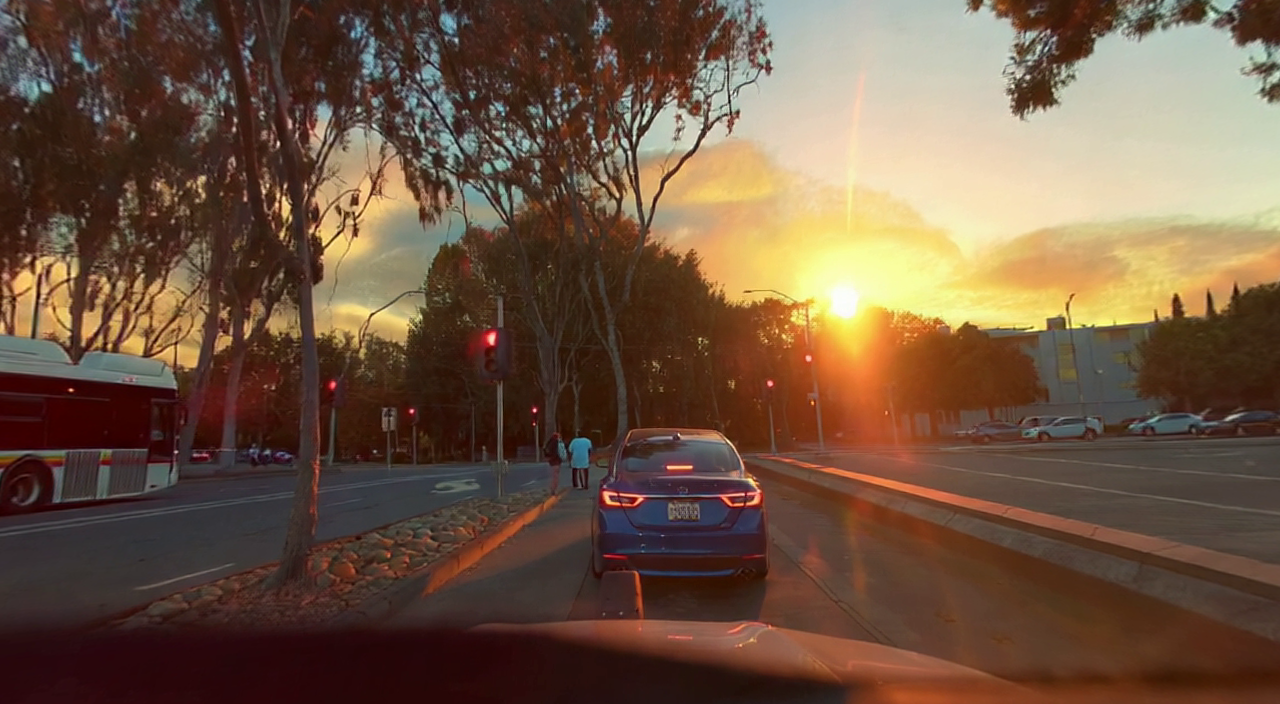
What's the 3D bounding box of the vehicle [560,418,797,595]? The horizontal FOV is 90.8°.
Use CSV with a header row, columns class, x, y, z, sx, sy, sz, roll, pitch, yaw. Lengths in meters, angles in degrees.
class,x,y,z,sx,sy,sz,roll,pitch,yaw
vehicle,0.371,1.615,7.407,2.035,1.499,3.799,0,-8,1
